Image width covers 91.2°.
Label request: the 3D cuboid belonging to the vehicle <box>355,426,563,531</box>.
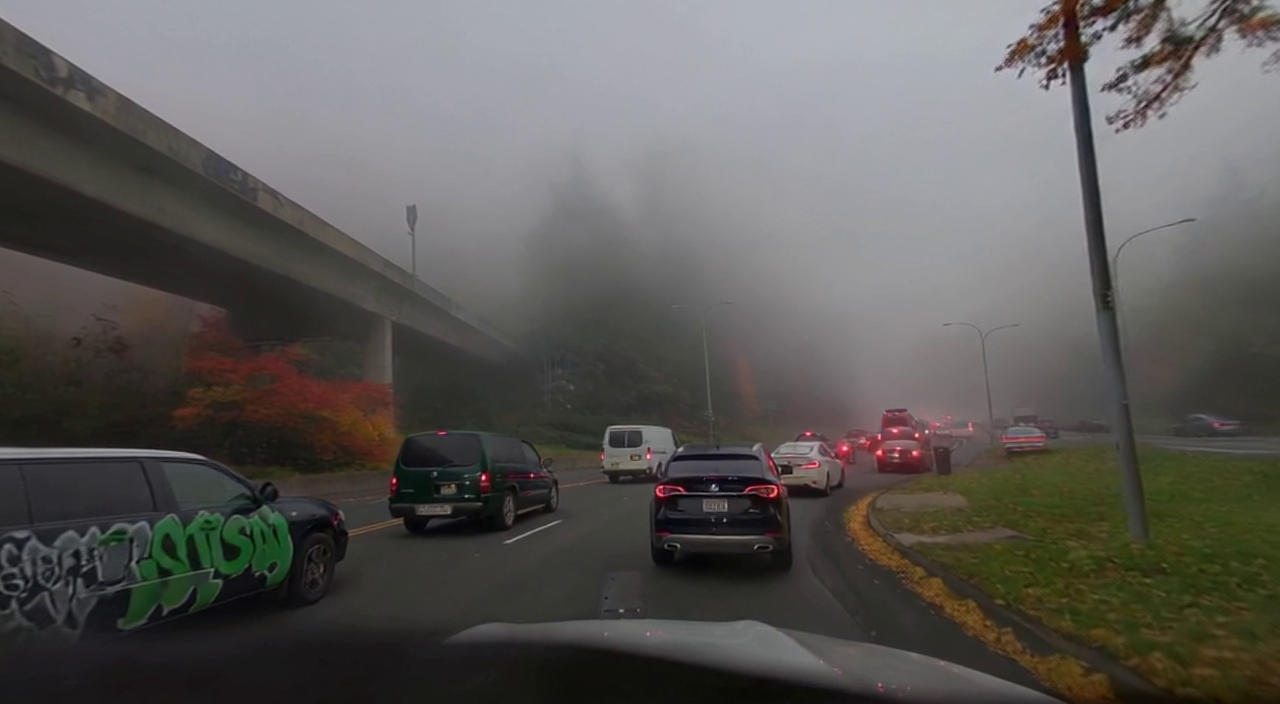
[{"bbox_3d":[-3.043,2.245,11.620,1.921,1.554,4.081,-2,-9,13],"label":"vehicle"}]

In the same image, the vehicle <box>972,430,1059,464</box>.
[{"bbox_3d":[17.505,4.438,29.195,3.934,1.485,1.763,5,-10,-32],"label":"vehicle"}]

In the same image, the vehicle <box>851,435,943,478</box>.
[{"bbox_3d":[9.719,3.890,23.538,1.780,1.446,3.902,-9,-12,44],"label":"vehicle"}]

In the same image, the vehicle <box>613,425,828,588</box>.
[{"bbox_3d":[1.261,1.788,8.037,2.064,1.515,3.722,-3,-9,17],"label":"vehicle"}]
